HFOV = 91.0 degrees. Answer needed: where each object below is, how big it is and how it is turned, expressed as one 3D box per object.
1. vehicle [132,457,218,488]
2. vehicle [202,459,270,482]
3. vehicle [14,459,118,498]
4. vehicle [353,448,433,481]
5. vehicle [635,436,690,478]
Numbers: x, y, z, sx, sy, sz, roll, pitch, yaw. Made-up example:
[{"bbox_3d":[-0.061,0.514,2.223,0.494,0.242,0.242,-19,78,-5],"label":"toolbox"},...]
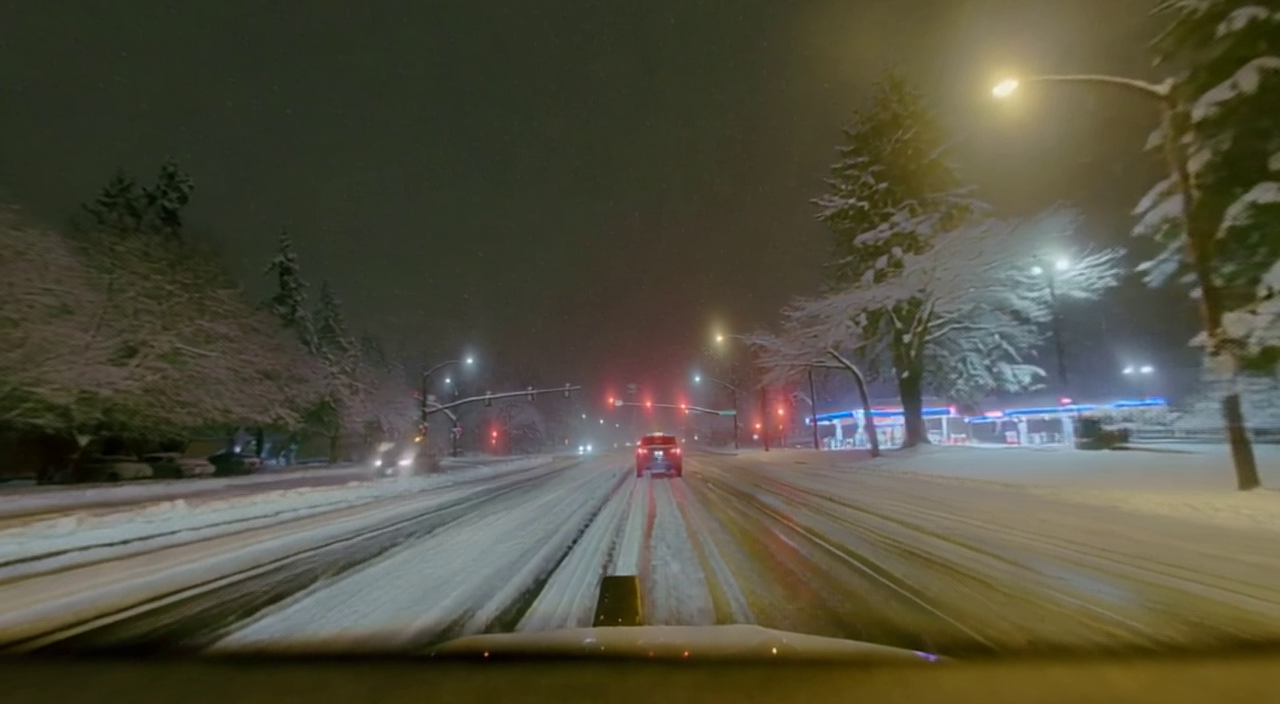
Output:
[{"bbox_3d":[-27.263,7.020,36.906,4.428,1.708,1.952,-4,-10,23],"label":"vehicle"},{"bbox_3d":[-27.659,8.070,43.058,4.538,1.469,1.912,-5,-10,29],"label":"vehicle"},{"bbox_3d":[-27.346,5.952,29.962,4.662,1.677,2.026,-5,-10,28],"label":"vehicle"},{"bbox_3d":[-12.004,5.471,30.925,1.911,1.489,4.423,-1,-9,4],"label":"vehicle"},{"bbox_3d":[0.956,4.596,27.672,2.213,1.715,4.242,0,-9,1],"label":"vehicle"}]
